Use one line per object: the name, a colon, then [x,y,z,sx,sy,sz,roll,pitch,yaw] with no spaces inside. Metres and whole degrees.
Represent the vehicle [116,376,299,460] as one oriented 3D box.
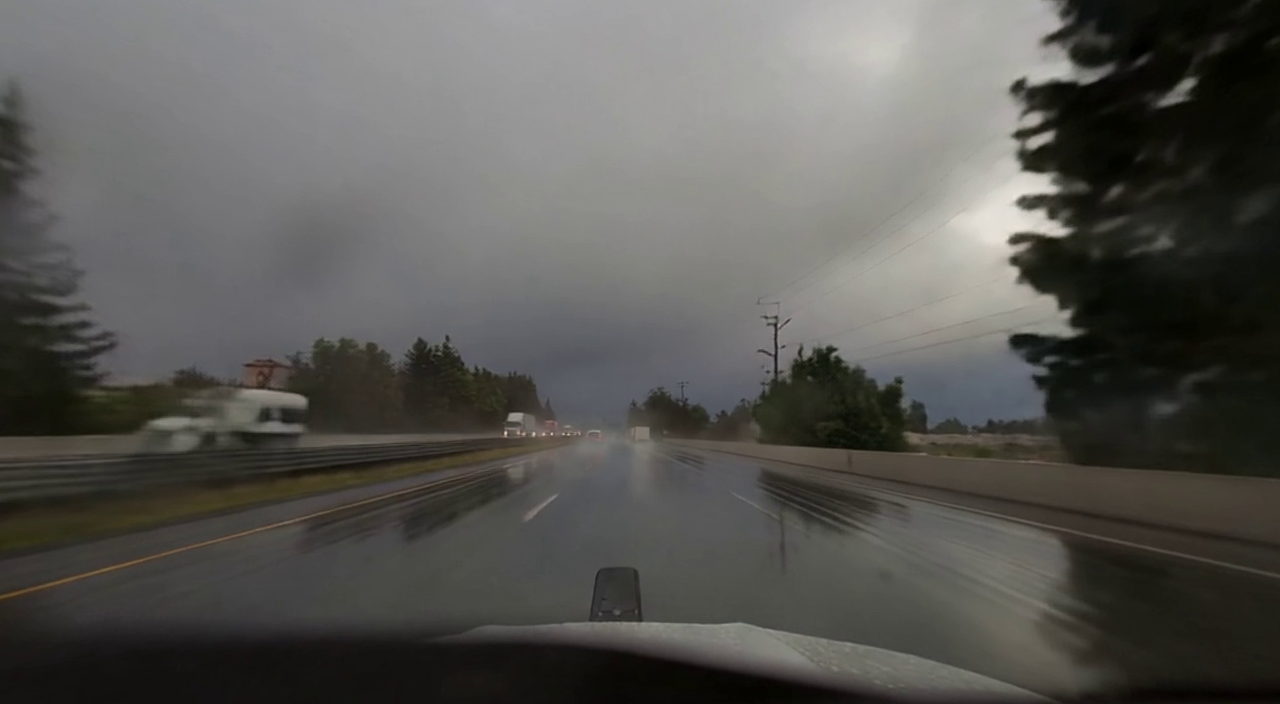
vehicle: [-16.839,2.730,25.259,2.584,2.888,6.722,0,-8,-1]
